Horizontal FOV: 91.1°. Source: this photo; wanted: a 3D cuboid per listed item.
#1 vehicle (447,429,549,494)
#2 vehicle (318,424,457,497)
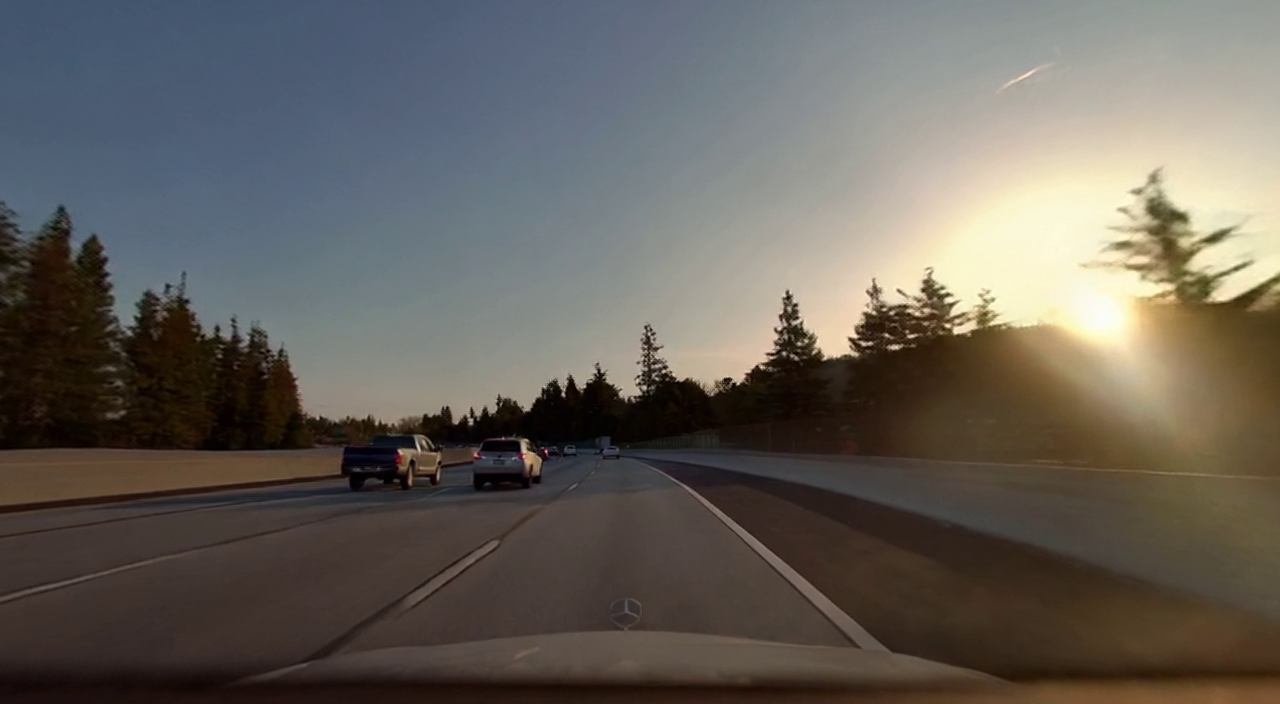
[{"bbox_3d":[-4.302,3.410,19.945,2.142,1.789,5.009,0,-8,-1],"label":"vehicle"},{"bbox_3d":[-7.598,3.314,19.625,2.160,1.949,5.293,0,-8,0],"label":"vehicle"}]
